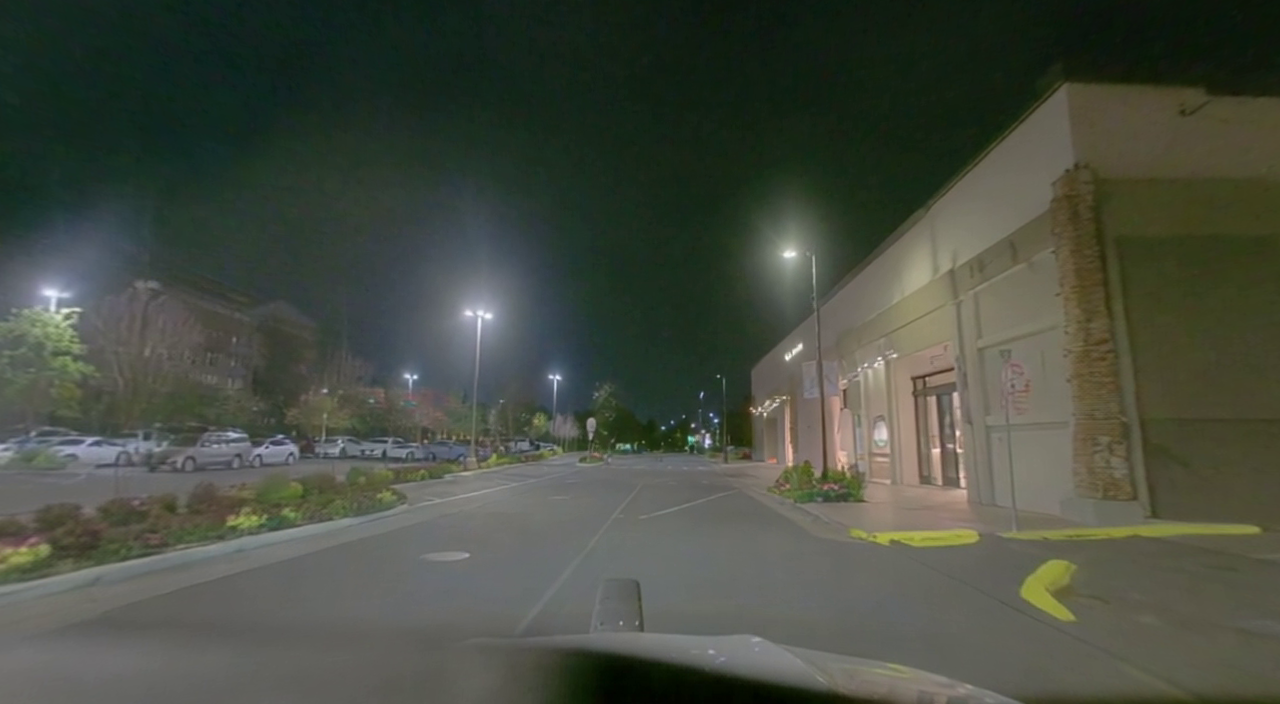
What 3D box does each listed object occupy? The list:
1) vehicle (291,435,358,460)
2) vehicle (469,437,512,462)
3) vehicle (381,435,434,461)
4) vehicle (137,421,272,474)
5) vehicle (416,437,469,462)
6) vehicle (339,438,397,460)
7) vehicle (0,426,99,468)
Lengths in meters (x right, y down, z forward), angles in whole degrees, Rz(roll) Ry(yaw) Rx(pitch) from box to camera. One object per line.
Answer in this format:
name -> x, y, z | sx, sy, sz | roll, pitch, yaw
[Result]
vehicle -> -21.851, 6.634, 43.954 | 1.773, 1.498, 4.085 | 2, -8, 16
vehicle -> -10.383, 6.804, 44.224 | 1.892, 1.597, 4.259 | 0, -8, 1
vehicle -> -16.062, 6.669, 43.809 | 1.902, 1.645, 3.903 | 0, -9, 5
vehicle -> -17.380, 3.858, 25.563 | 1.972, 1.923, 4.535 | 0, -8, 4
vehicle -> -13.545, 6.698, 43.608 | 1.928, 1.613, 4.197 | -1, -8, 6
vehicle -> -18.846, 6.744, 43.949 | 1.909, 1.474, 3.908 | -1, -8, 6
vehicle -> -25.246, 3.887, 25.934 | 1.876, 1.591, 4.470 | 0, -8, 4
